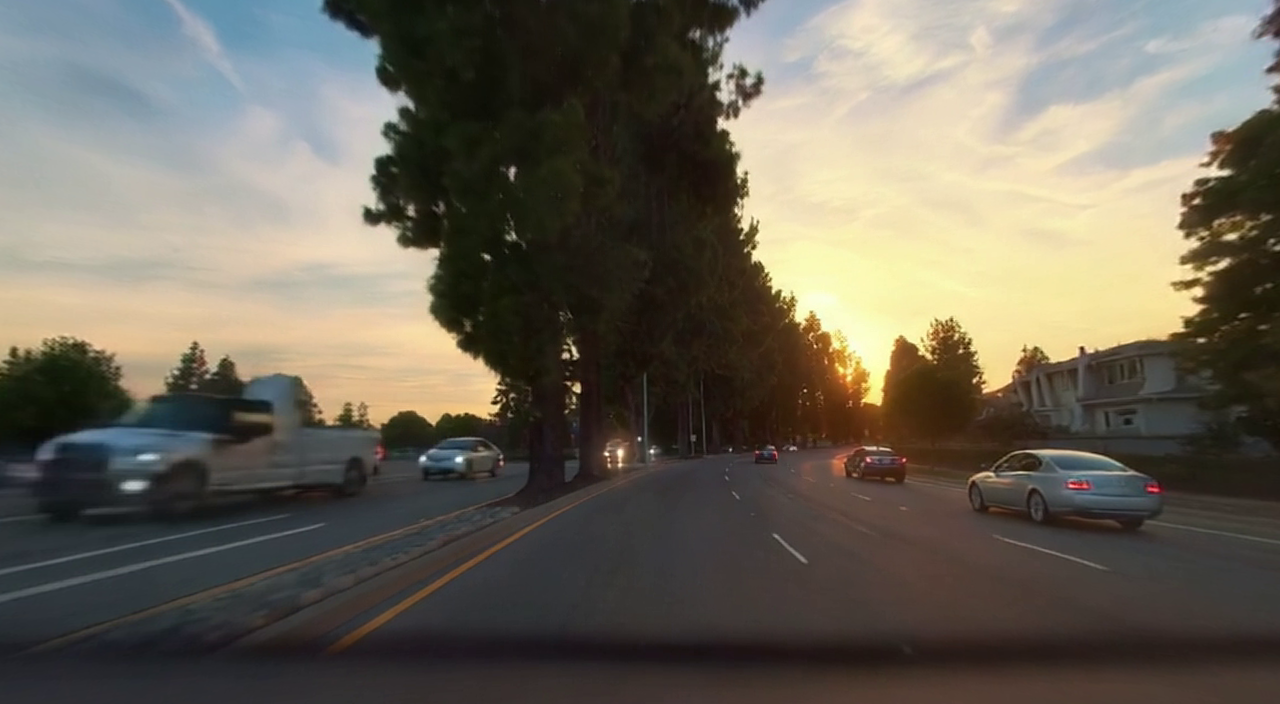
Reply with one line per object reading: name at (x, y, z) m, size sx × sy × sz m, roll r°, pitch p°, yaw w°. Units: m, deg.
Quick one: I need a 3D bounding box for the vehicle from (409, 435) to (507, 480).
vehicle at (-7.159, 4.207, 25.362) m, size 2.126 × 1.637 × 4.509 m, roll -1°, pitch -8°, yaw 7°

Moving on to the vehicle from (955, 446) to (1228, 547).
vehicle at (7.487, 2.373, 11.155) m, size 1.783 × 1.386 × 4.433 m, roll -1°, pitch -8°, yaw 4°

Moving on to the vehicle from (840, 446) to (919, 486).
vehicle at (9.649, 4.584, 25.764) m, size 1.855 × 1.444 × 4.389 m, roll -1°, pitch -8°, yaw 6°

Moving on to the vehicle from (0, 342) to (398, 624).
vehicle at (-5.257, 1.427, 7.862) m, size 2.334 × 2.214 × 5.724 m, roll 0°, pitch -8°, yaw -2°

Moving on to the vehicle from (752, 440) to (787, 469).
vehicle at (8.192, 6.512, 40.208) m, size 1.991 × 1.684 × 4.127 m, roll -2°, pitch -8°, yaw 9°
